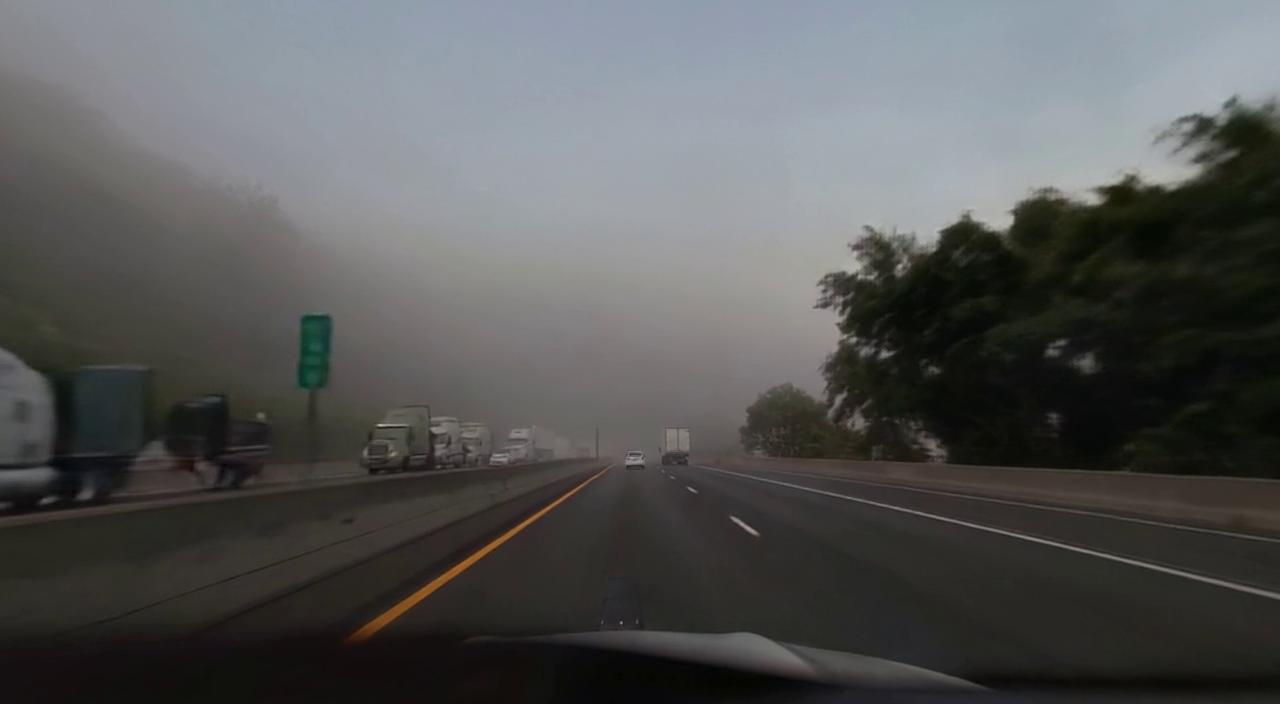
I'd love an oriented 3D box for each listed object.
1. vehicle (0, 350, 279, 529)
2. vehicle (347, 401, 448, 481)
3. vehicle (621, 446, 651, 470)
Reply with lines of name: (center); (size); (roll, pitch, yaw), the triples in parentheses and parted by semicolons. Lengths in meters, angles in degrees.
vehicle: (-13.138, 2.328, 16.684); (2.668, 3.649, 7.436); (0, -9, 0)
vehicle: (-12.750, 4.811, 33.835); (2.948, 3.877, 6.066); (0, -9, -1)
vehicle: (-0.301, 7.987, 47.796); (2.137, 1.689, 4.051); (0, -9, -1)
